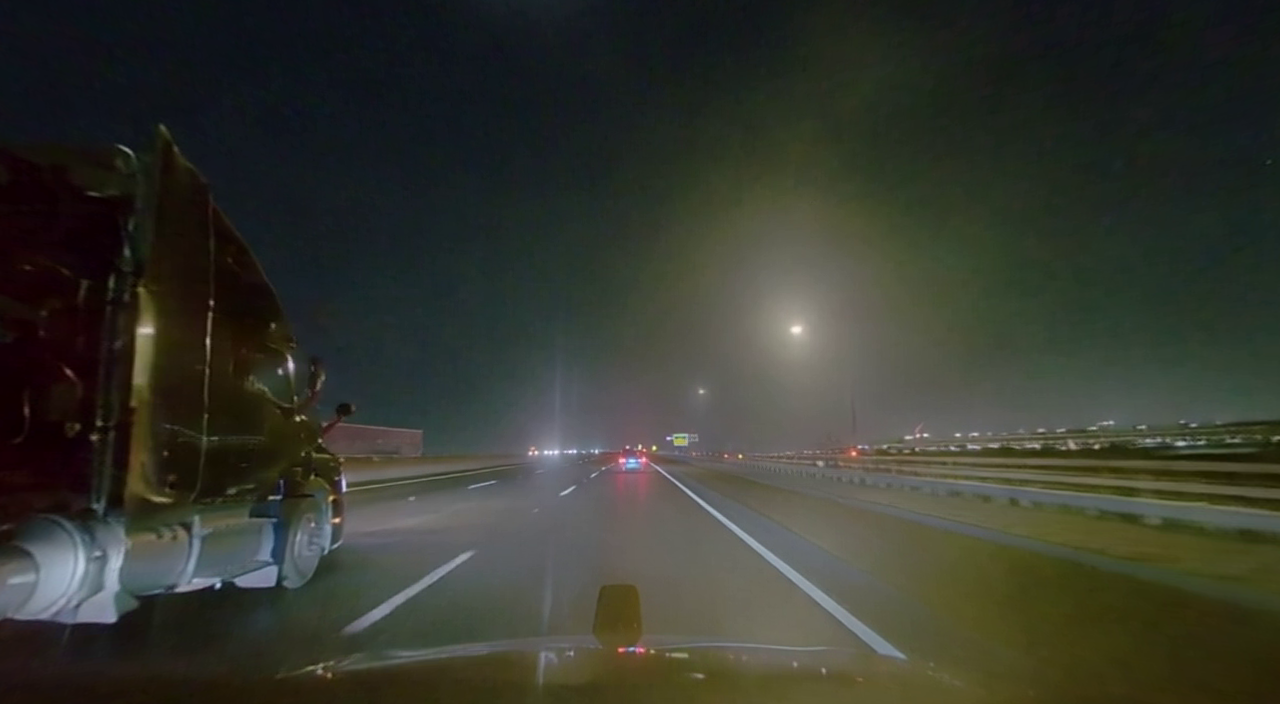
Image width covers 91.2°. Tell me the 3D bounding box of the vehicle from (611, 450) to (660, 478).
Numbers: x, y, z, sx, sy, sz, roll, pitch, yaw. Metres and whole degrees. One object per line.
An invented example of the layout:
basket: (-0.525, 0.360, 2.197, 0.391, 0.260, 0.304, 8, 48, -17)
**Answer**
vehicle: (-0.259, 5.921, 33.449, 2.398, 1.336, 5.698, 0, -9, -1)

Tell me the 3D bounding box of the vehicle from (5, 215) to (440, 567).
vehicle: (-4.209, 0.474, 7.092, 3.036, 3.291, 2.419, 0, -9, -2)
